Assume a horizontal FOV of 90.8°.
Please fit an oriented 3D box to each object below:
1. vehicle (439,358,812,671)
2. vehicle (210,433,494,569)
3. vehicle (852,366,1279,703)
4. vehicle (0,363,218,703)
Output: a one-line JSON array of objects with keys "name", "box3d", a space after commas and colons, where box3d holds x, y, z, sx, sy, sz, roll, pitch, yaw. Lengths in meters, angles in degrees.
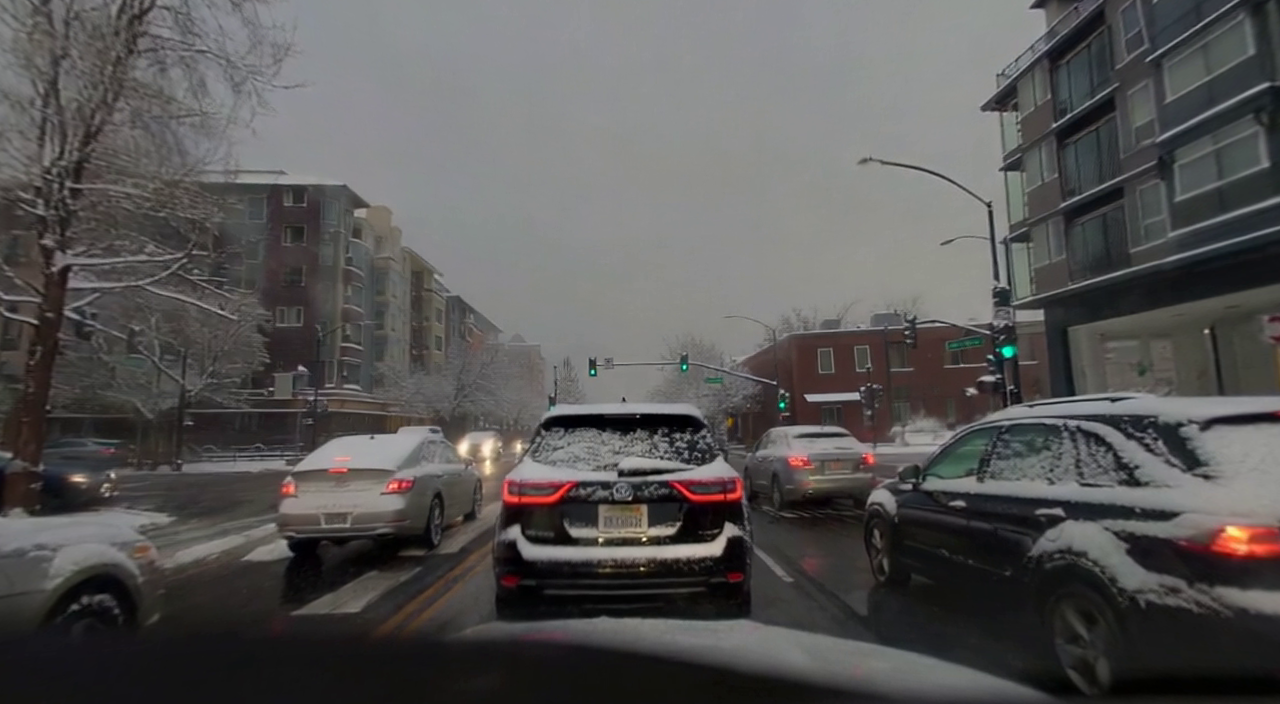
[{"name": "vehicle", "box3d": [-0.105, 1.348, 6.509, 2.206, 1.858, 5.332, 0, -8, 0]}, {"name": "vehicle", "box3d": [-3.794, 2.025, 9.513, 2.055, 1.488, 4.733, 0, -8, 0]}, {"name": "vehicle", "box3d": [3.181, 1.149, 4.342, 1.906, 1.608, 4.137, 0, -8, -1]}, {"name": "vehicle", "box3d": [-3.822, 0.722, 1.500, 2.126, 1.693, 5.289, 0, -8, -2]}]
